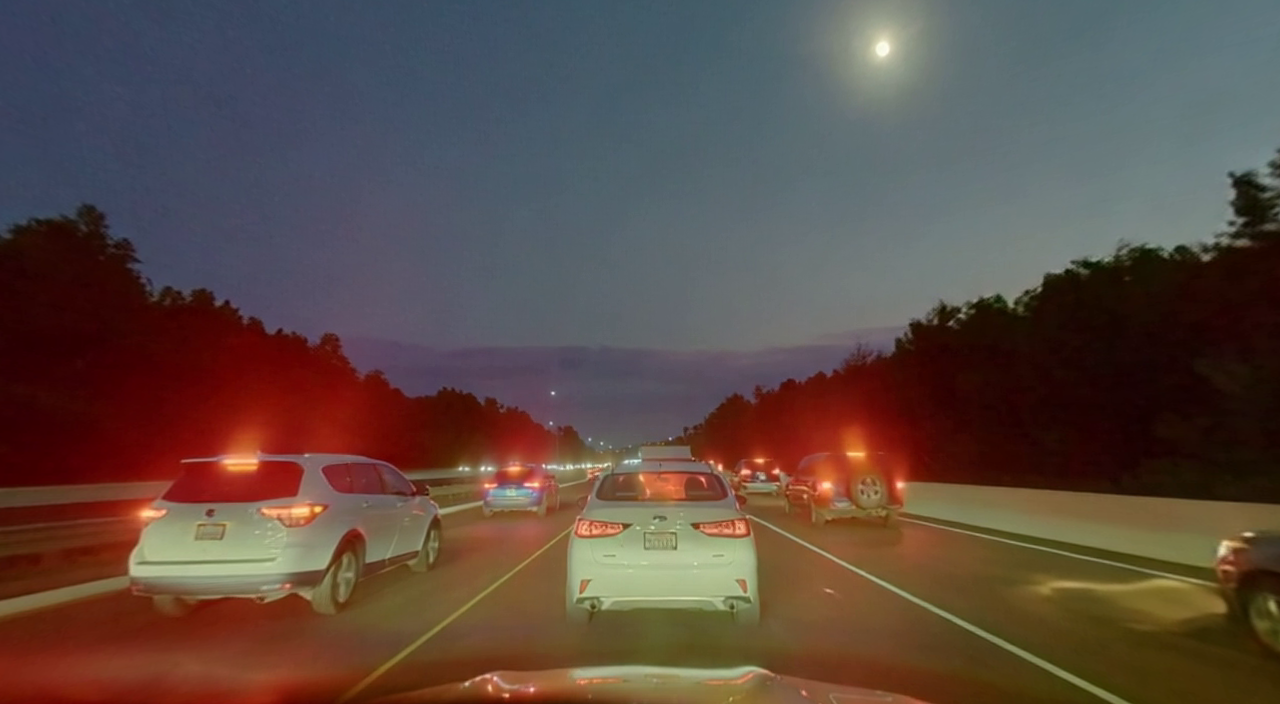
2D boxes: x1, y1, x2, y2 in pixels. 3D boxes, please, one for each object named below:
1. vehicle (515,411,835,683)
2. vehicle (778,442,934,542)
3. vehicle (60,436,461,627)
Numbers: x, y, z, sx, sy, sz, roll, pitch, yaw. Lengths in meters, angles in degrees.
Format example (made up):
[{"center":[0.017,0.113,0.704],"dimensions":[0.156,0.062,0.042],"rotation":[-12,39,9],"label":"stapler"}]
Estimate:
[{"center":[0.246,1.642,6.229],"dimensions":[2.057,1.725,4.126],"rotation":[1,-11,0],"label":"vehicle"},{"center":[4.644,3.109,14.354],"dimensions":[1.984,1.876,4.287],"rotation":[1,-11,0],"label":"vehicle"},{"center":[-3.827,1.909,7.514],"dimensions":[1.994,1.556,4.263],"rotation":[0,-11,2],"label":"vehicle"}]
